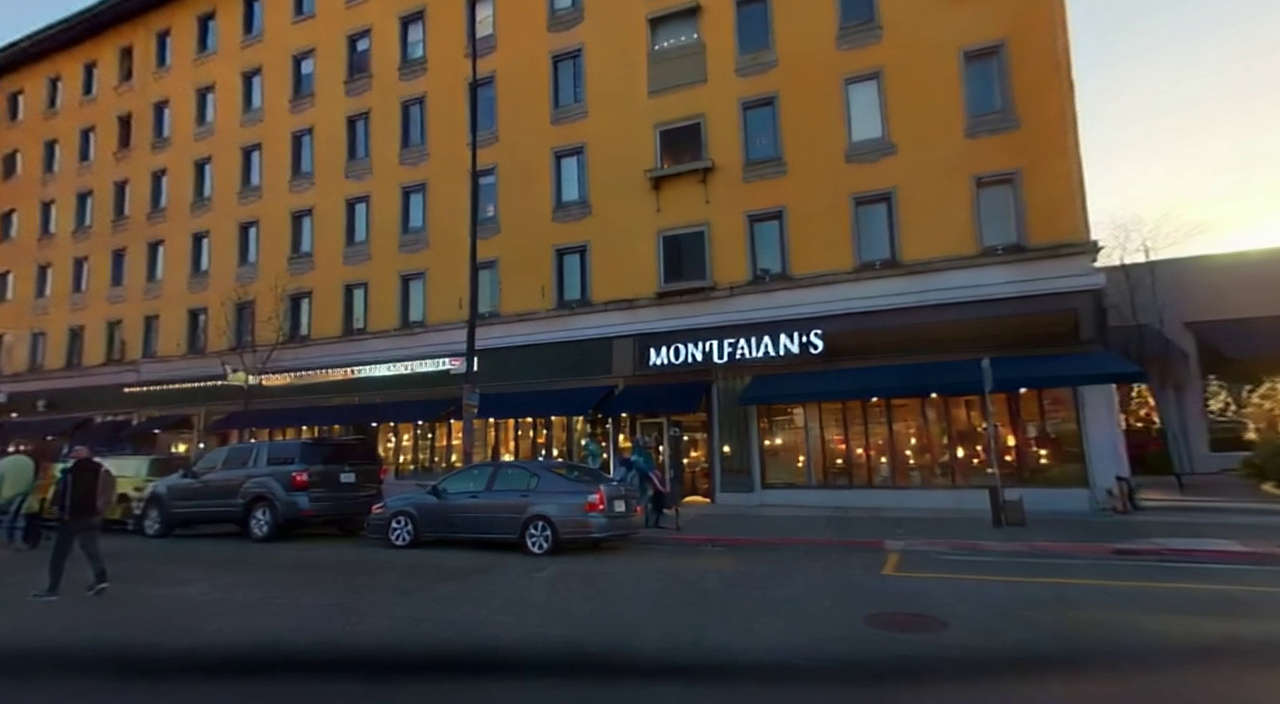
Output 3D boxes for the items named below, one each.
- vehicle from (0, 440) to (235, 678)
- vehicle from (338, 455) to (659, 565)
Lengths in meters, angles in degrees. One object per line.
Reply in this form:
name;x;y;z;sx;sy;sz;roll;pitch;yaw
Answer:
vehicle;-5.765;1.489;5.237;4.330;1.458;1.932;-4;-9;25
vehicle;-2.273;2.420;10.264;4.830;1.421;1.826;-4;-9;20
